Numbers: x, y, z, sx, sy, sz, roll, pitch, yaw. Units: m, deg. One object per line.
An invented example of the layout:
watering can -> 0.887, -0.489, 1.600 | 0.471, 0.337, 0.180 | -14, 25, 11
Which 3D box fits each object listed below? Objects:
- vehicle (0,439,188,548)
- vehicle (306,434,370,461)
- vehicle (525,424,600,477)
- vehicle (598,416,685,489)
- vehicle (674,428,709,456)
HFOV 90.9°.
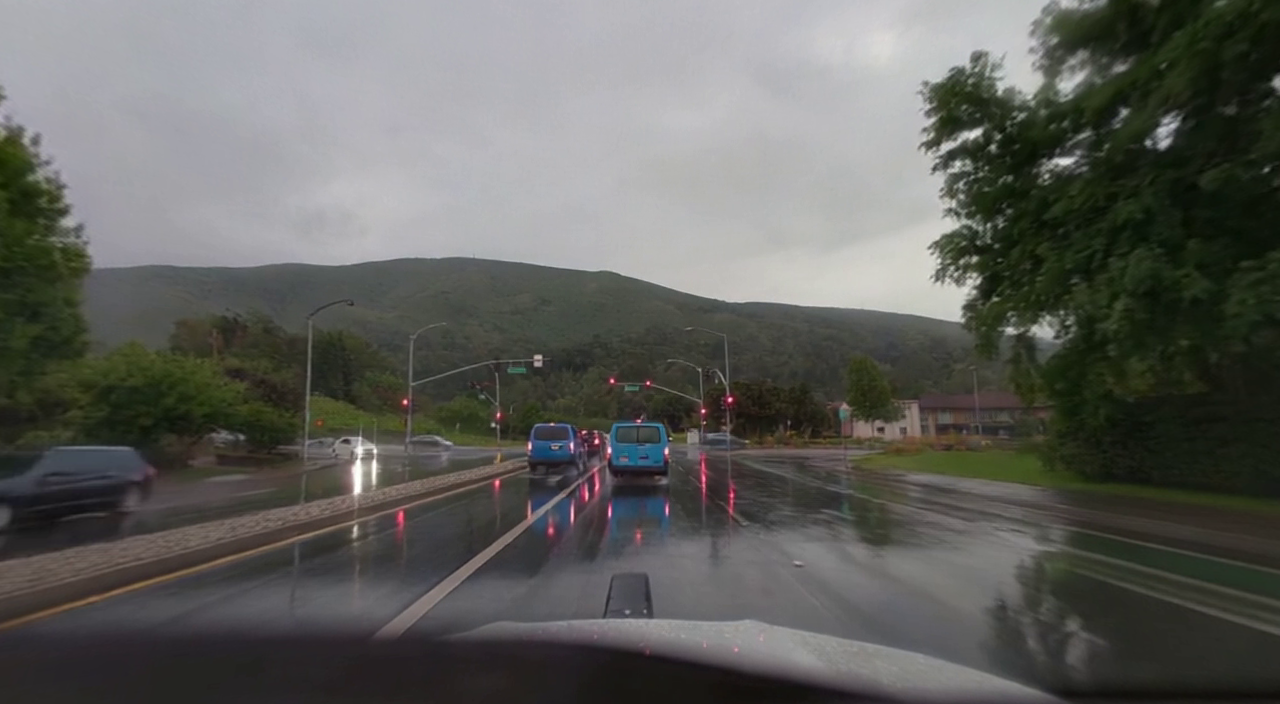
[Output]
vehicle -> -9.869, 2.181, 10.229 | 1.991, 1.469, 4.596 | 1, -9, -5
vehicle -> -20.989, 6.644, 43.721 | 4.717, 1.754, 2.053 | -7, -11, 39
vehicle -> -2.770, 3.679, 23.699 | 2.131, 1.783, 4.540 | 0, -8, 2
vehicle -> 0.093, 2.854, 18.117 | 2.185, 1.822, 4.391 | 0, -8, 2
vehicle -> 3.263, 5.777, 40.430 | 1.817, 1.662, 3.843 | 0, -8, -1
